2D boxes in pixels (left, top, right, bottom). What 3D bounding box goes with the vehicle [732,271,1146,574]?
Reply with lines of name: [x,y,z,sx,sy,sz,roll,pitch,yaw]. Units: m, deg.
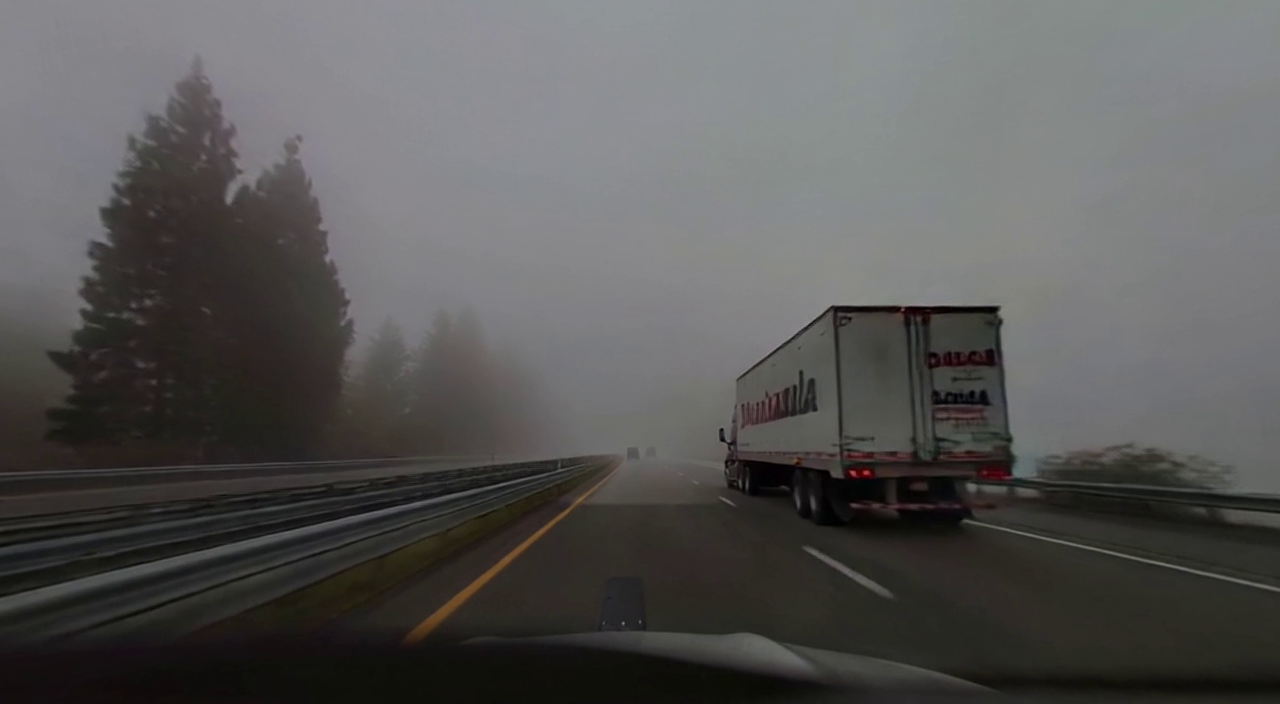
vehicle: [4.157,1.636,12.916,2.876,3.419,11.591,0,-9,0]
